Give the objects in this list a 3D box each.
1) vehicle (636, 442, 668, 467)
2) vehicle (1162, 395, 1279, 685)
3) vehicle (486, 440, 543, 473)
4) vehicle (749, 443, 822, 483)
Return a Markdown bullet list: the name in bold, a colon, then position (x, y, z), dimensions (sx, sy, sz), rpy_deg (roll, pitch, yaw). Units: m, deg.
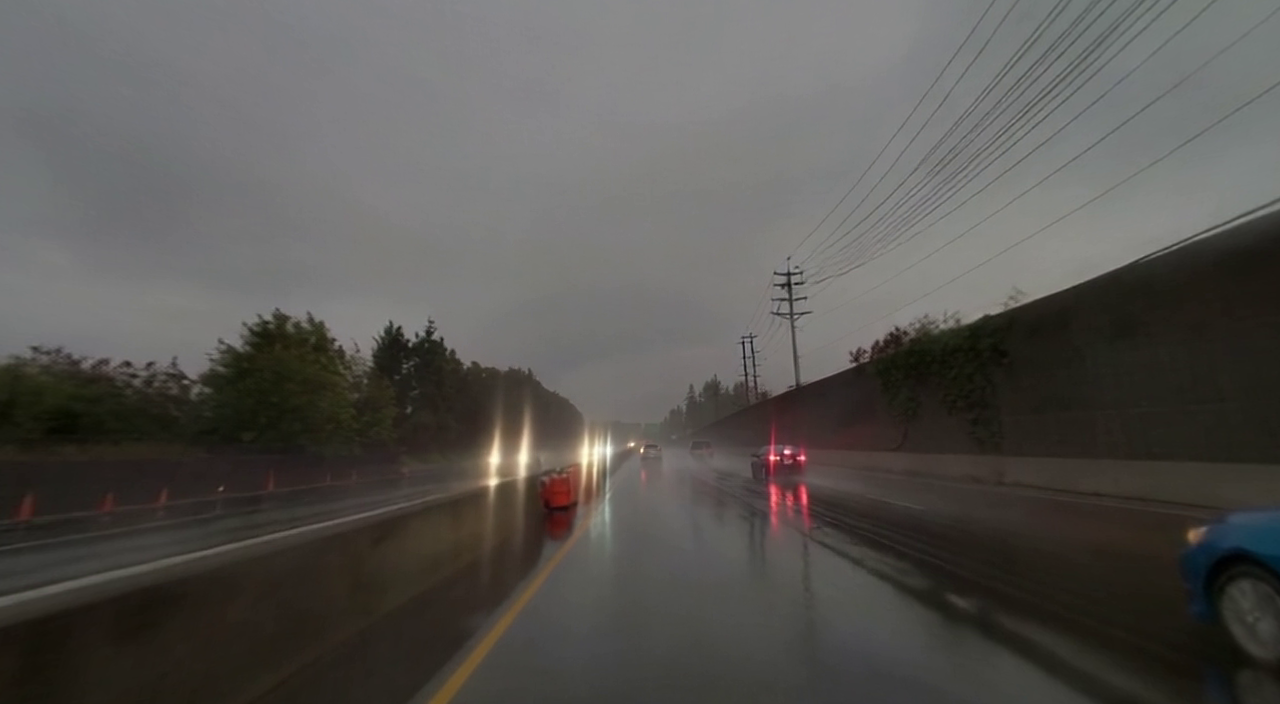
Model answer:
- **vehicle**: position (0.807, 7.010, 43.219), dimensions (2.096, 1.583, 4.150), rpy_deg (0, -8, 0)
- **vehicle**: position (4.471, 0.794, 1.858), dimensions (1.997, 1.568, 4.529), rpy_deg (0, -8, 1)
- **vehicle**: position (-7.245, 6.055, 36.820), dimensions (2.176, 1.763, 4.720), rpy_deg (-1, -8, 2)
- **vehicle**: position (5.665, 4.344, 25.025), dimensions (1.881, 1.409, 4.016), rpy_deg (0, -8, 0)
